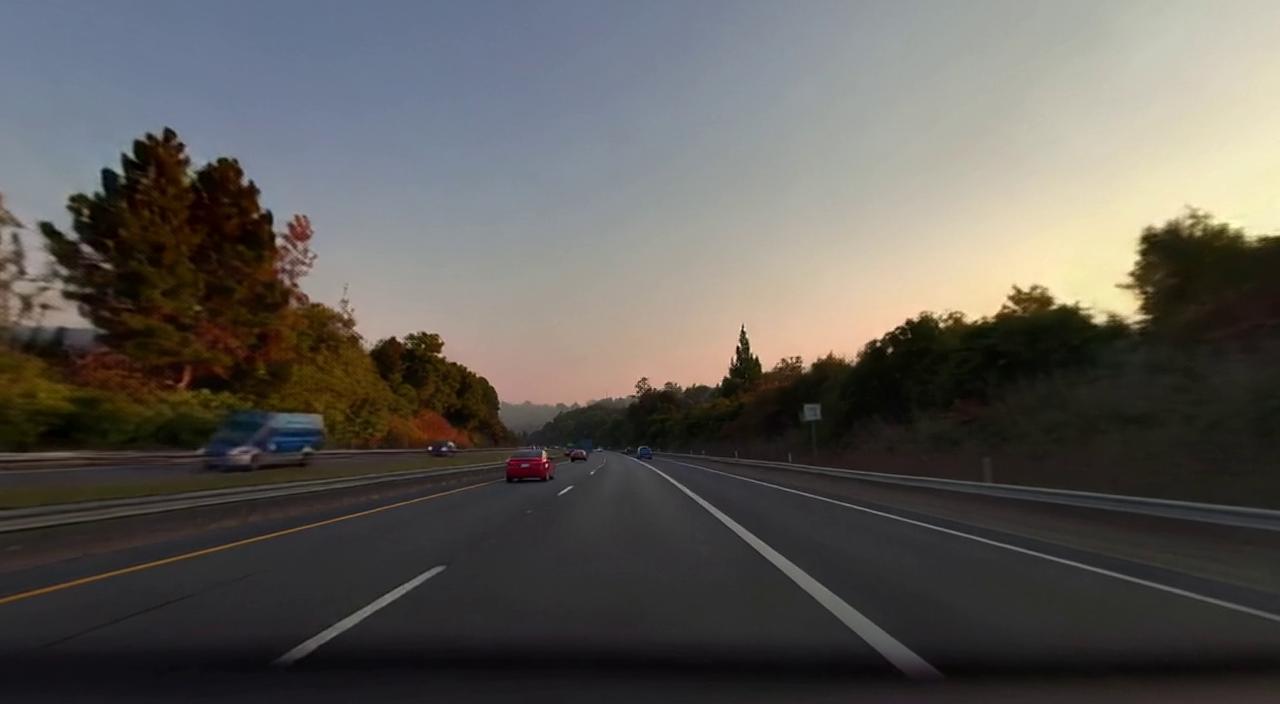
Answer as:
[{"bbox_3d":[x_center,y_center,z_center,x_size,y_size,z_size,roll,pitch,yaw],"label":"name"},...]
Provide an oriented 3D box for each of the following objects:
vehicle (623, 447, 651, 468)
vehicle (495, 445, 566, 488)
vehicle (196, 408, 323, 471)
[{"bbox_3d":[-0.251,8.069,48.391,2.031,1.483,3.417,0,-9,-2],"label":"vehicle"},{"bbox_3d":[-4.156,4.418,24.730,1.957,1.499,4.965,0,-9,-1],"label":"vehicle"},{"bbox_3d":[-17.172,4.056,28.939,2.188,2.566,5.810,0,-9,-1],"label":"vehicle"}]
